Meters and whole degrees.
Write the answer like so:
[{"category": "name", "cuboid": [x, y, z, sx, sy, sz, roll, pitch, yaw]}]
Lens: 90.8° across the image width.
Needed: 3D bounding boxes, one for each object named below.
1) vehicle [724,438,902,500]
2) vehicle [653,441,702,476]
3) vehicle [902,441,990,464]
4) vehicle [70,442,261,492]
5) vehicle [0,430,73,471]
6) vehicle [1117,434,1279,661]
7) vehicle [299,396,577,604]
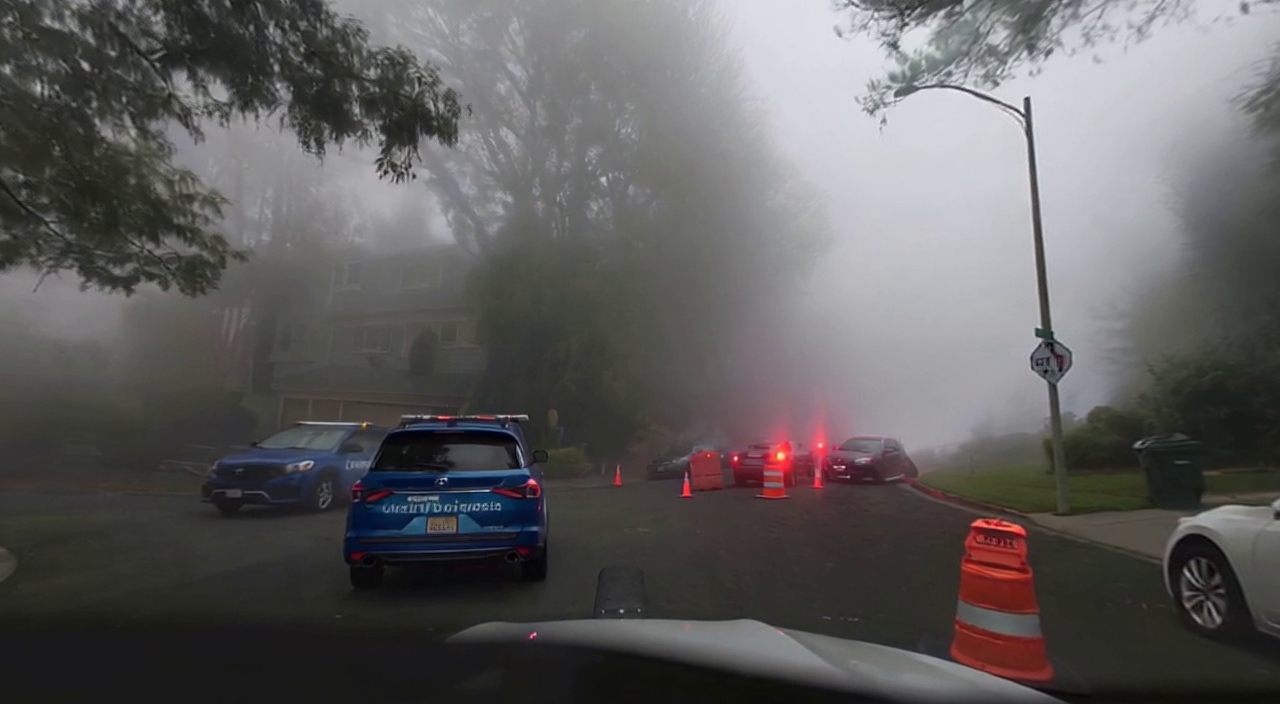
[{"category": "vehicle", "cuboid": [5.090, 3.364, 18.686, 4.656, 1.577, 2.099, 2, -8, -20]}, {"category": "vehicle", "cuboid": [2.085, 5.651, 33.850, 2.014, 1.742, 4.297, -2, -9, 12]}, {"category": "vehicle", "cuboid": [20.982, 6.907, 43.497, 5.066, 1.534, 1.905, -1, -9, 7]}, {"category": "vehicle", "cuboid": [-15.273, 3.673, 20.427, 5.022, 1.497, 1.996, -2, -9, 12]}, {"category": "vehicle", "cuboid": [-30.795, 4.811, 30.881, 1.908, 1.898, 4.120, -2, -9, 10]}, {"category": "vehicle", "cuboid": [5.011, 1.184, 3.436, 1.808, 1.490, 4.711, -2, -9, 10]}, {"category": "vehicle", "cuboid": [-2.345, 1.592, 7.702, 2.350, 1.748, 4.094, 3, -9, -17]}]
